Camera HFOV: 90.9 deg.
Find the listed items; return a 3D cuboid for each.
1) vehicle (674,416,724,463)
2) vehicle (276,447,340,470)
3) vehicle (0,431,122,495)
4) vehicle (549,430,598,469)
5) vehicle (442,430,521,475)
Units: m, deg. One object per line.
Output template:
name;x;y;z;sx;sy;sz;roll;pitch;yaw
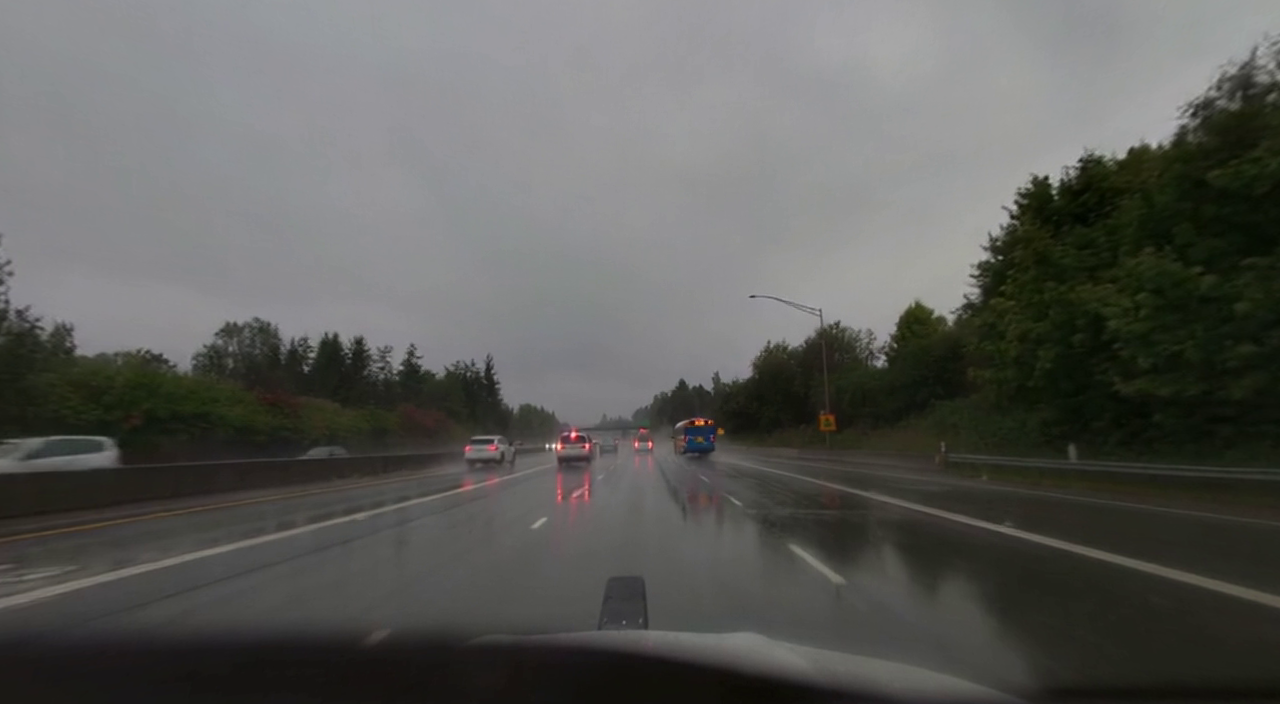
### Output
vehicle;3.758;5.835;41.779;2.573;2.828;6.754;0;-8;0
vehicle;-22.437;7.182;42.791;1.812;1.478;4.667;0;-8;0
vehicle;-18.890;3.256;18.676;2.484;1.728;5.420;0;-8;-1
vehicle;-3.396;5.099;33.037;2.016;1.898;4.458;0;-8;1
vehicle;-7.126;4.590;28.966;2.217;1.870;5.075;0;-8;1
